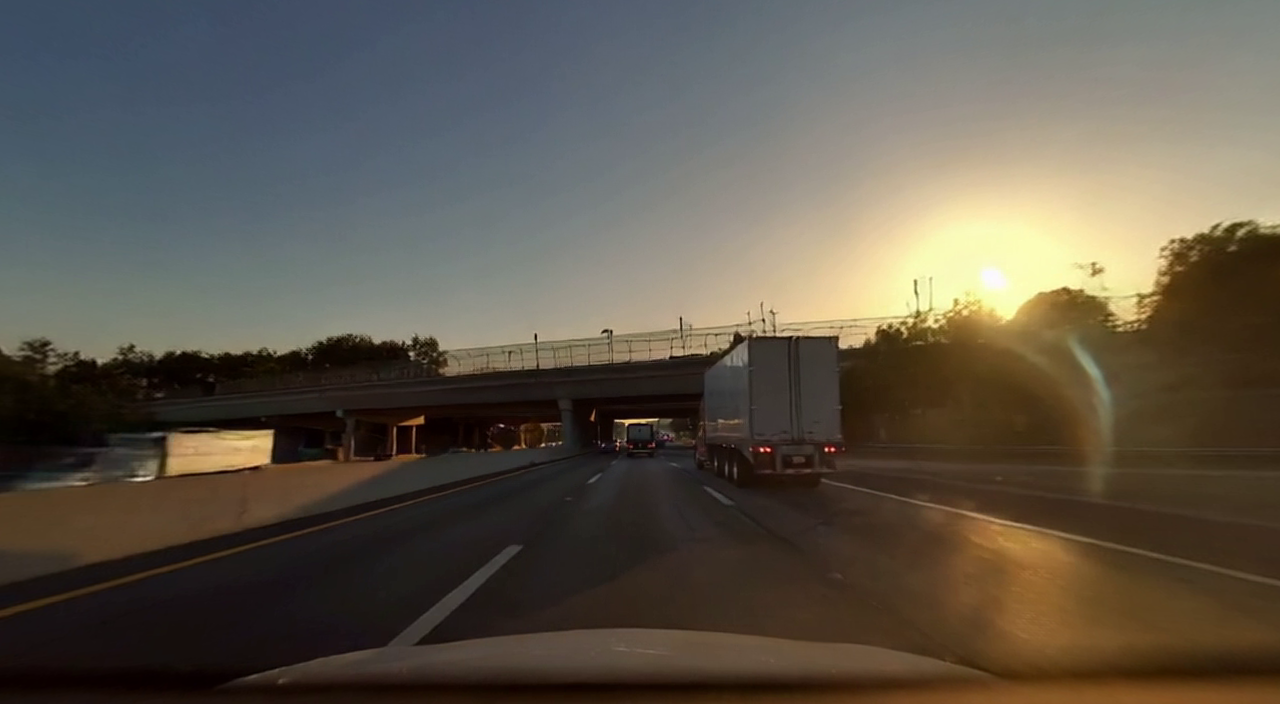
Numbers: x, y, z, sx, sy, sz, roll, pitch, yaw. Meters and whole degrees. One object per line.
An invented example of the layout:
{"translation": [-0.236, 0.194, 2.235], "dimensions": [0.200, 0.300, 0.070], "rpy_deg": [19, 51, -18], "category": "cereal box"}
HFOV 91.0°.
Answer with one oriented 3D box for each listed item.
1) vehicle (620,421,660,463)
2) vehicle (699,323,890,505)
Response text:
{"translation": [0.029, 6.127, 42.796], "dimensions": [2.481, 2.618, 6.314], "rpy_deg": [-1, -8, 0], "category": "vehicle"}
{"translation": [3.862, 2.122, 19.243], "dimensions": [2.997, 3.983, 10.860], "rpy_deg": [1, -8, 0], "category": "vehicle"}
